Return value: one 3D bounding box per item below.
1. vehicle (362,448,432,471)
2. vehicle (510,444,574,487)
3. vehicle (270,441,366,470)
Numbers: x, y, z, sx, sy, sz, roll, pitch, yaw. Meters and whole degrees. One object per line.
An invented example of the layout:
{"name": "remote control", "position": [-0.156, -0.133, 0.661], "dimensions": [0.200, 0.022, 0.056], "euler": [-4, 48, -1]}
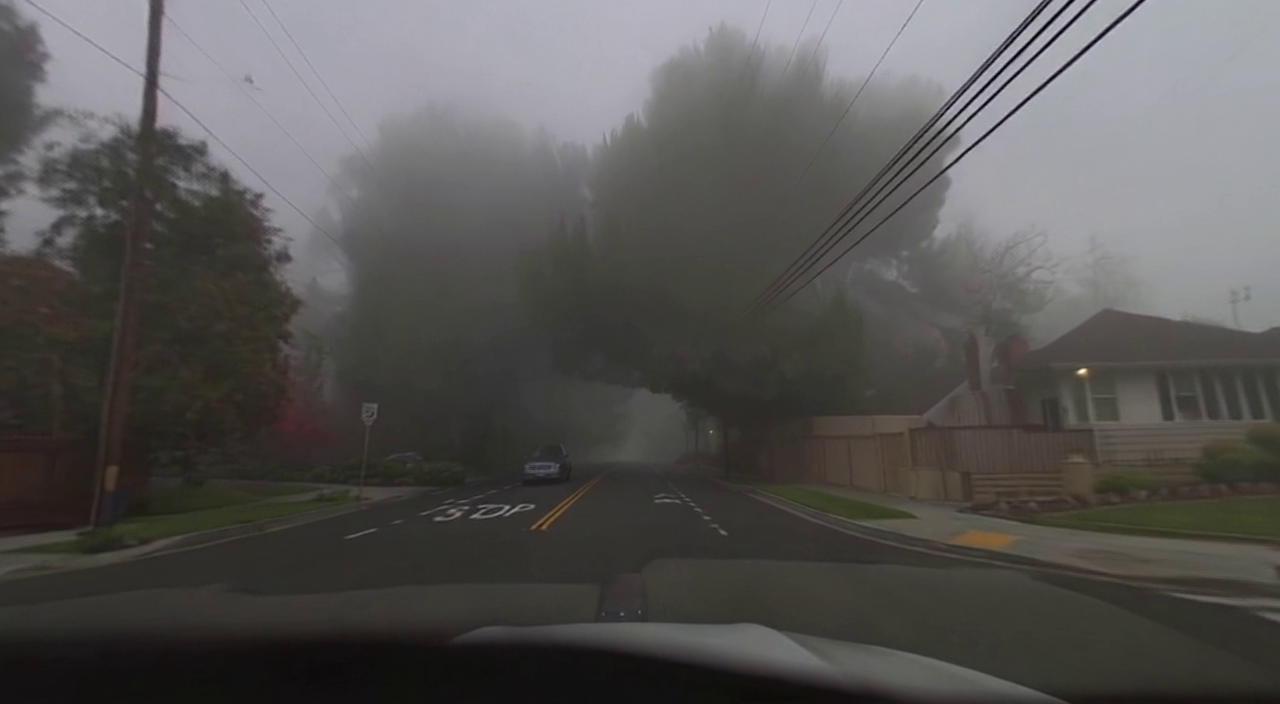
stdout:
{"name": "vehicle", "position": [-16.786, 7.426, 43.819], "dimensions": [4.199, 1.510, 2.058], "euler": [2, -8, -10]}
{"name": "vehicle", "position": [-3.921, 4.573, 25.873], "dimensions": [1.935, 1.595, 3.972], "euler": [0, -8, 0]}
{"name": "vehicle", "position": [-22.136, 7.104, 43.700], "dimensions": [5.369, 1.862, 2.338], "euler": [1, -7, -9]}
